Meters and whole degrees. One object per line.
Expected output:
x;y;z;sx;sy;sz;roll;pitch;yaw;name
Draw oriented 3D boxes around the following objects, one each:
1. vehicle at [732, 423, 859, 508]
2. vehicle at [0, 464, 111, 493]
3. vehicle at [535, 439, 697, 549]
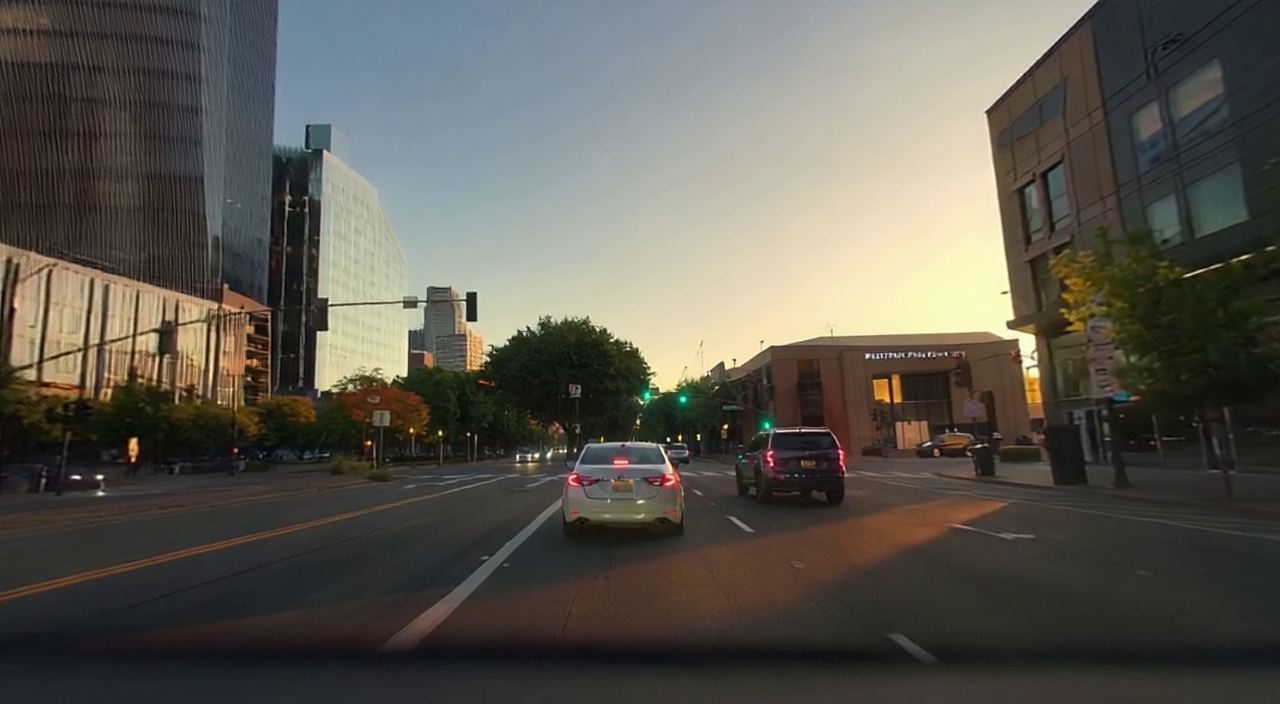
3.661;2.712;15.723;2.078;1.799;4.089;0;-7;-1;vehicle
-34.814;7.498;37.617;4.470;1.556;2.231;1;-8;-3;vehicle
-0.351;2.154;10.379;2.144;1.398;3.963;1;-7;-1;vehicle
